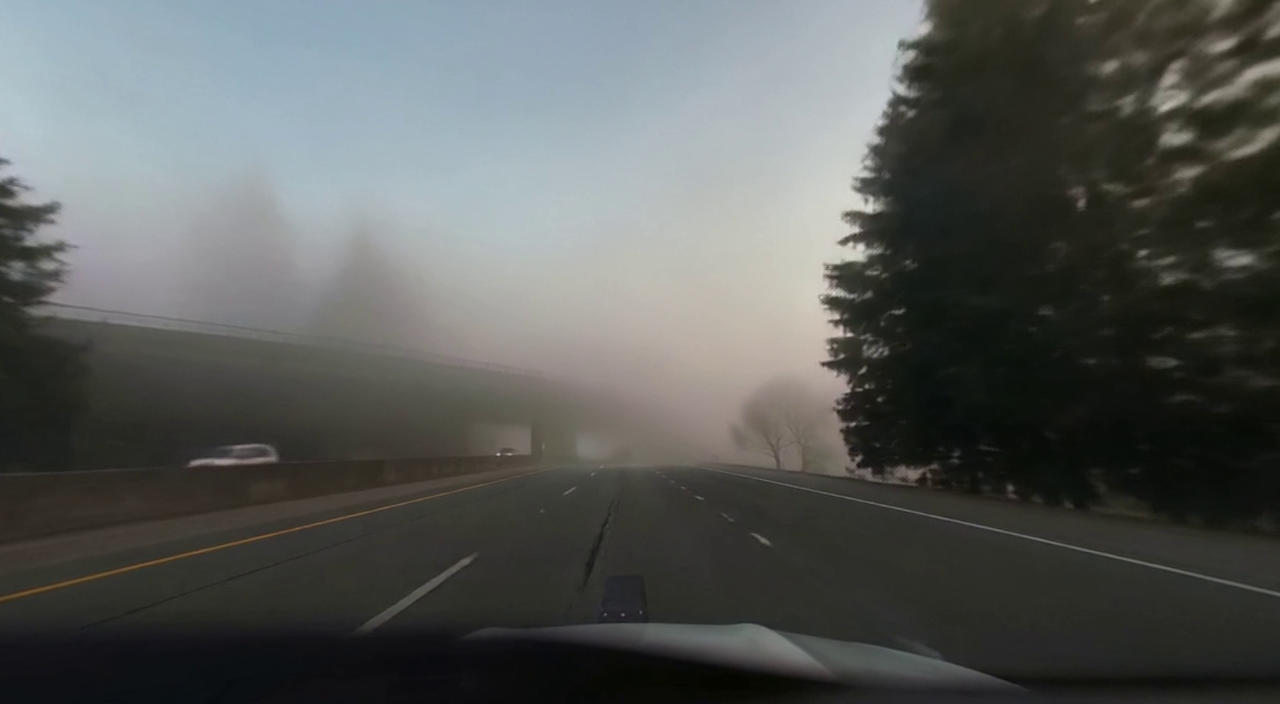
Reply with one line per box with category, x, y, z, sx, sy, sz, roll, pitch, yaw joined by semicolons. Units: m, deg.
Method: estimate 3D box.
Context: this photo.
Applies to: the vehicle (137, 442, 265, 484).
vehicle;-17.597;4.470;25.595;1.954;1.534;4.568;0;-9;-1
